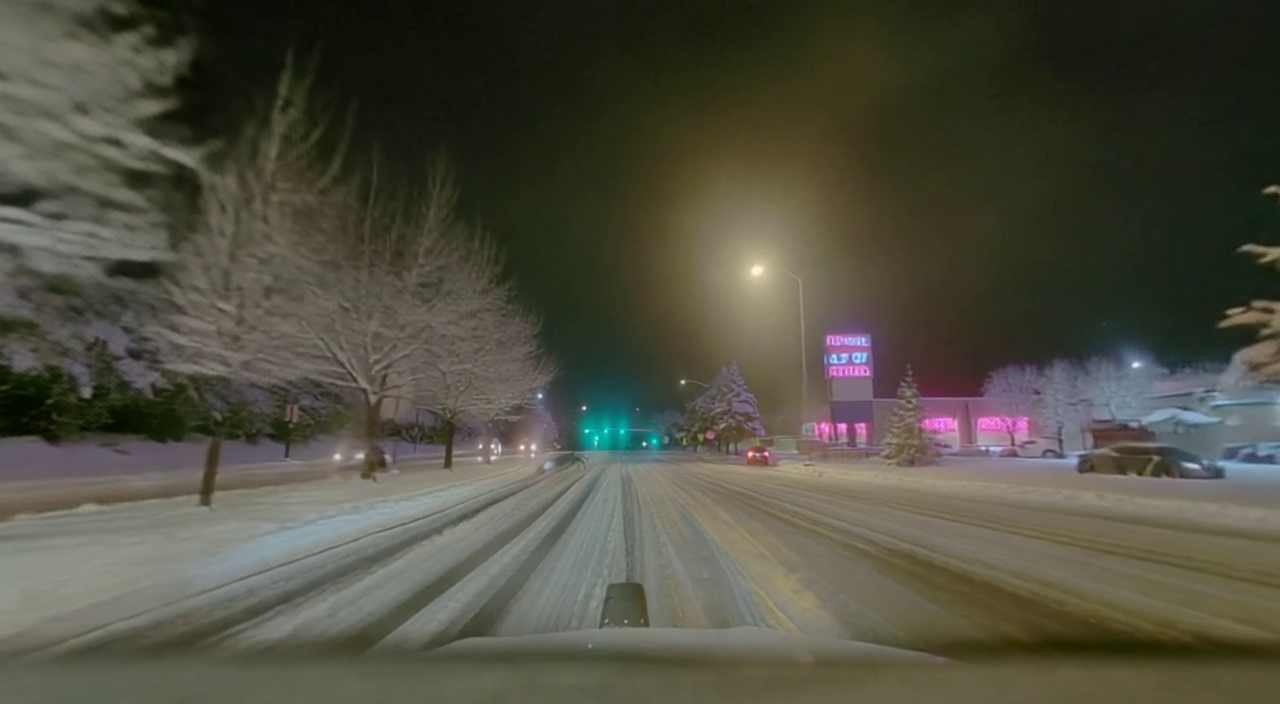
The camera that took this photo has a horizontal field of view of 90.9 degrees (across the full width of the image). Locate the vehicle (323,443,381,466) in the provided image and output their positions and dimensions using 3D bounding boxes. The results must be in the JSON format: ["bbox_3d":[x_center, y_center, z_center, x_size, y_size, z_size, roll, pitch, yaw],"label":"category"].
[{"bbox_3d":[-19.224,6.850,42.339,1.859,1.443,4.466,0,-8,-1],"label":"vehicle"}]

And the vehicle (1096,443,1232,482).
[{"bbox_3d":[19.494,4.113,23.556,3.492,1.379,1.734,0,-9,-2],"label":"vehicle"}]
